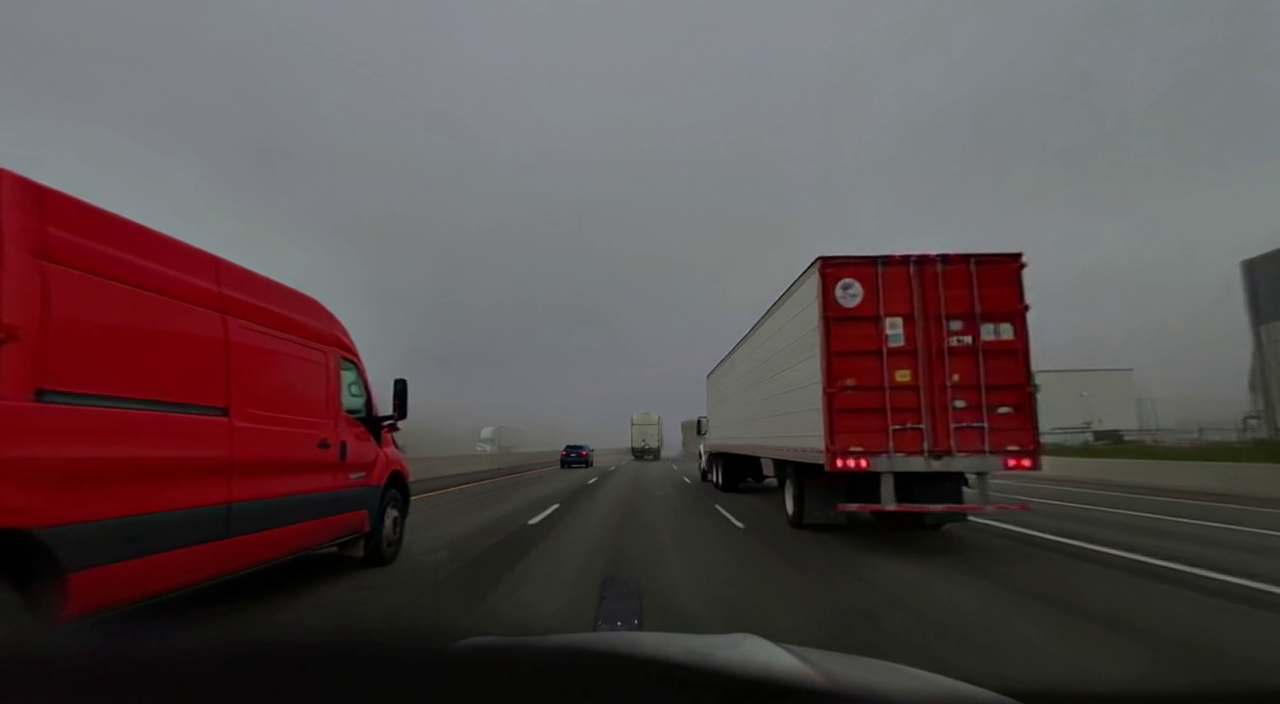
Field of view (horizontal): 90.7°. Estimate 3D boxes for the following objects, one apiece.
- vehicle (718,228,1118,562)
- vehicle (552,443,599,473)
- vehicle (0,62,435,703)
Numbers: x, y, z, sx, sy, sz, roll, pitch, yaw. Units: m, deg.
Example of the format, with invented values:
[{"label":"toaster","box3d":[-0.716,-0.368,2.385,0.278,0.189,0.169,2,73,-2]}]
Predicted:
[{"label":"vehicle","box3d":[4.060,1.424,14.187,2.951,3.974,13.340,-1,-9,0]},{"label":"vehicle","box3d":[-3.409,5.718,34.318,2.024,1.472,4.014,-1,-9,2]},{"label":"vehicle","box3d":[-3.809,0.607,4.441,2.557,2.855,6.674,0,-9,-1]}]
